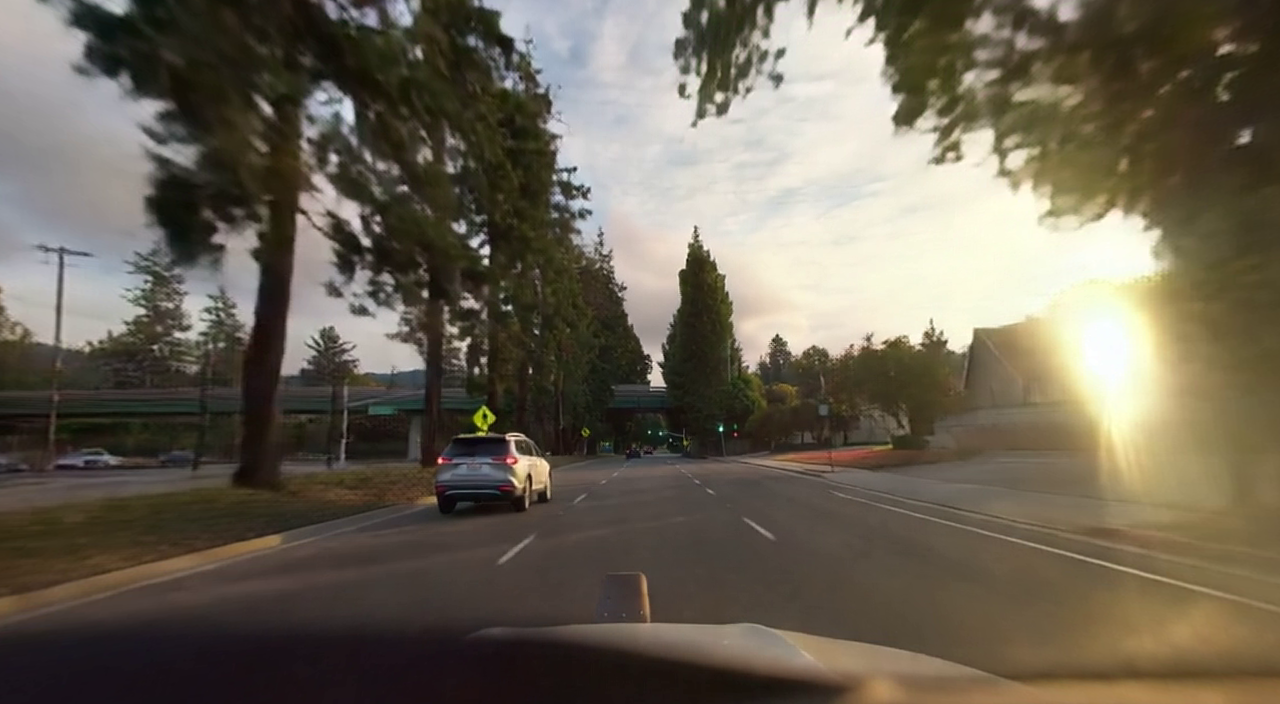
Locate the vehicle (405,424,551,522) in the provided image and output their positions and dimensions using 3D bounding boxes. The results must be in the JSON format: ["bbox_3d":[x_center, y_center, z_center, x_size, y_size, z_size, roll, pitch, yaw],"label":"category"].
[{"bbox_3d":[-3.180,2.493,13.346,1.882,1.704,4.335,-1,-9,1],"label":"vehicle"}]
